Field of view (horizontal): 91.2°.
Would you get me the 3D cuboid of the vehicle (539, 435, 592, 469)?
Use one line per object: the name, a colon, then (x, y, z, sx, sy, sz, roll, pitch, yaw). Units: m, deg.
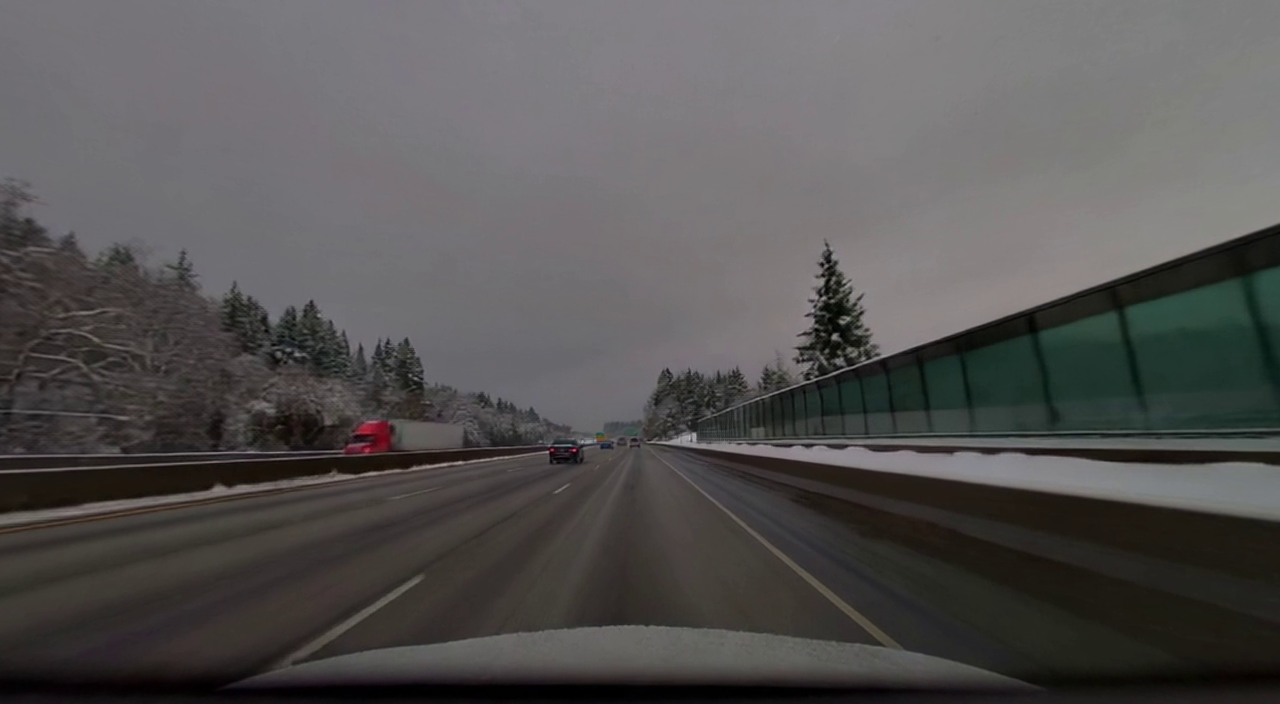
vehicle: (-3.546, 4.884, 30.726, 2.059, 1.541, 4.296, 0, -8, 0)
